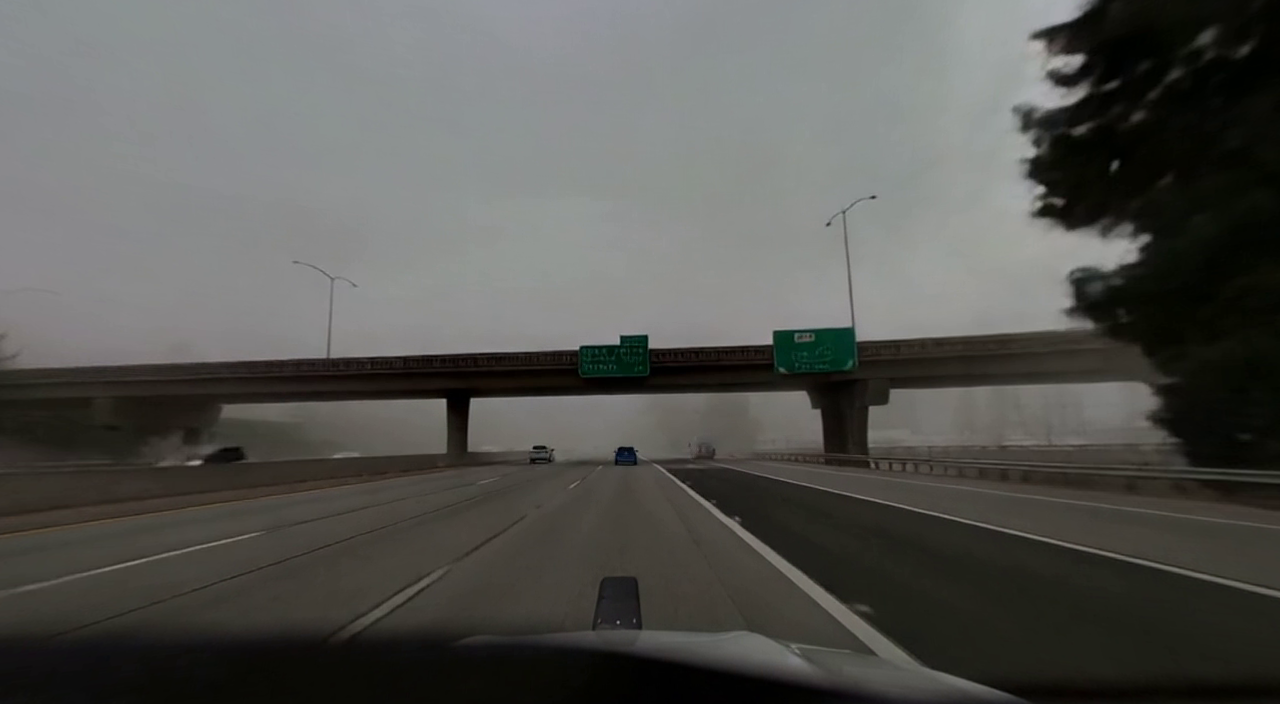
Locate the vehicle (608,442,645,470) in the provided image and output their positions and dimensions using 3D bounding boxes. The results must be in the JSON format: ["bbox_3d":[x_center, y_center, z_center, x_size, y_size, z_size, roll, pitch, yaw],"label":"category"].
[{"bbox_3d":[-0.777,5.855,35.870,2.012,1.471,4.059,0,-8,-2],"label":"vehicle"}]

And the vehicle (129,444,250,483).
[{"bbox_3d":[-20.151,4.973,28.591,1.975,1.609,4.840,0,-8,-1],"label":"vehicle"}]
